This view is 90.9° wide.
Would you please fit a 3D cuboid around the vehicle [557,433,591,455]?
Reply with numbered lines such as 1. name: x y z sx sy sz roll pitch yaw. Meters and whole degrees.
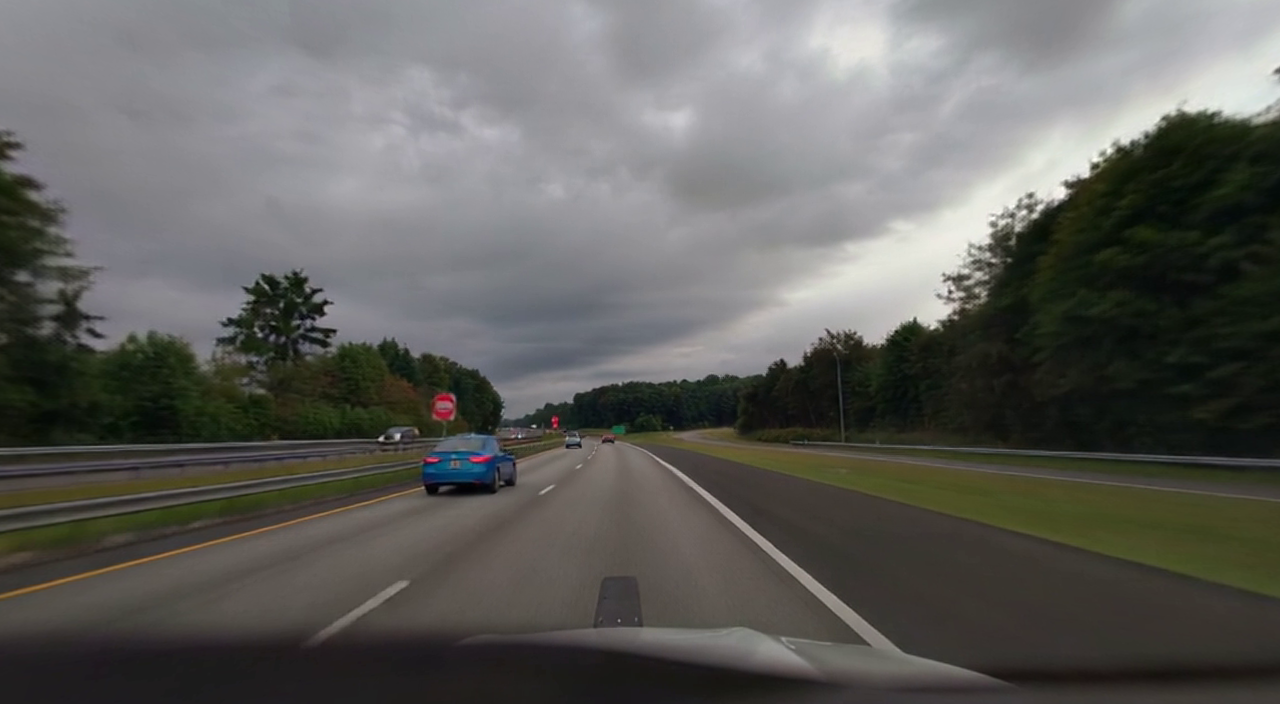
1. vehicle: -4.289 6.011 41.338 1.874 1.369 3.875 0 -8 -1

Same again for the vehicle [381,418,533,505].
1. vehicle: -3.823 2.372 14.161 2.047 1.612 4.631 0 -8 0
